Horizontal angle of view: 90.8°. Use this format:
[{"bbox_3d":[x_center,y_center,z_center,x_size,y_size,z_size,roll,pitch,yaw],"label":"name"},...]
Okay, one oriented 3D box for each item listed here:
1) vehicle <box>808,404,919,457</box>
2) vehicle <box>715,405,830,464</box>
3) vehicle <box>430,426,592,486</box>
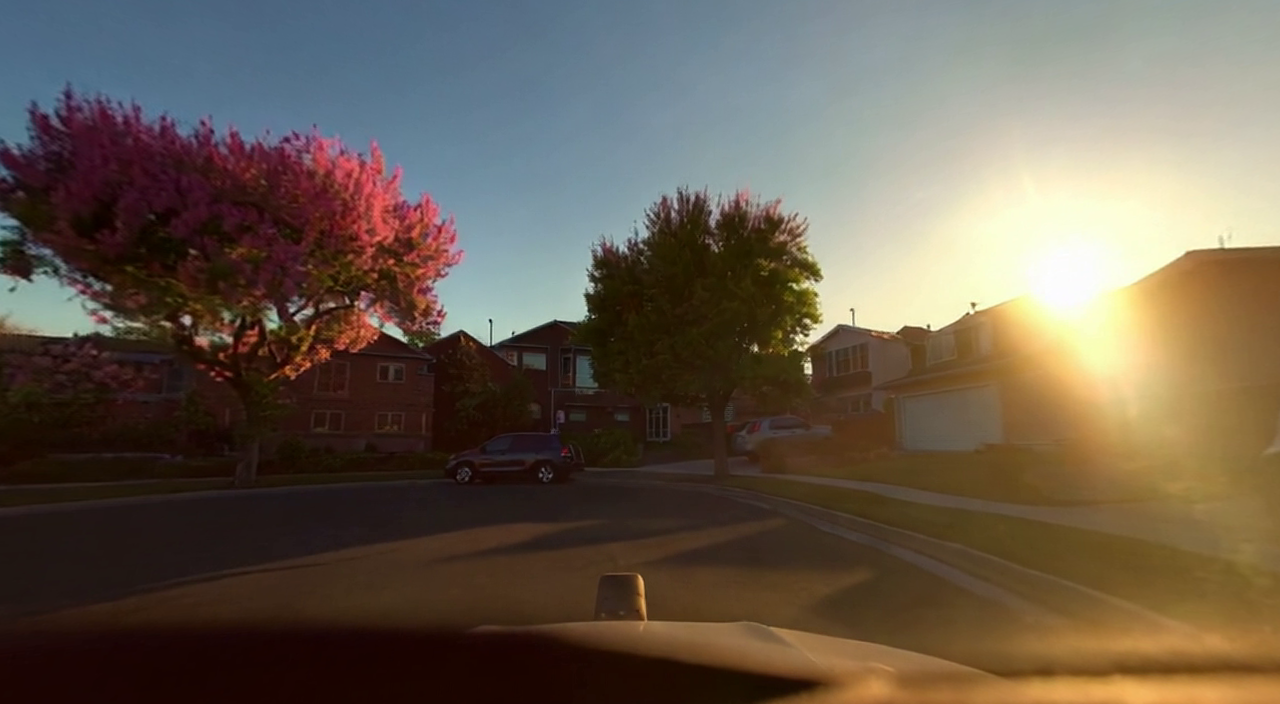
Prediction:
[{"bbox_3d":[8.466,2.996,23.704,2.152,1.773,4.495,-8,-12,44],"label":"vehicle"},{"bbox_3d":[5.174,3.111,24.284,2.310,1.701,4.280,-7,-4,42],"label":"vehicle"},{"bbox_3d":[-4.221,3.449,21.132,4.815,1.827,2.147,-2,-9,11],"label":"vehicle"}]
